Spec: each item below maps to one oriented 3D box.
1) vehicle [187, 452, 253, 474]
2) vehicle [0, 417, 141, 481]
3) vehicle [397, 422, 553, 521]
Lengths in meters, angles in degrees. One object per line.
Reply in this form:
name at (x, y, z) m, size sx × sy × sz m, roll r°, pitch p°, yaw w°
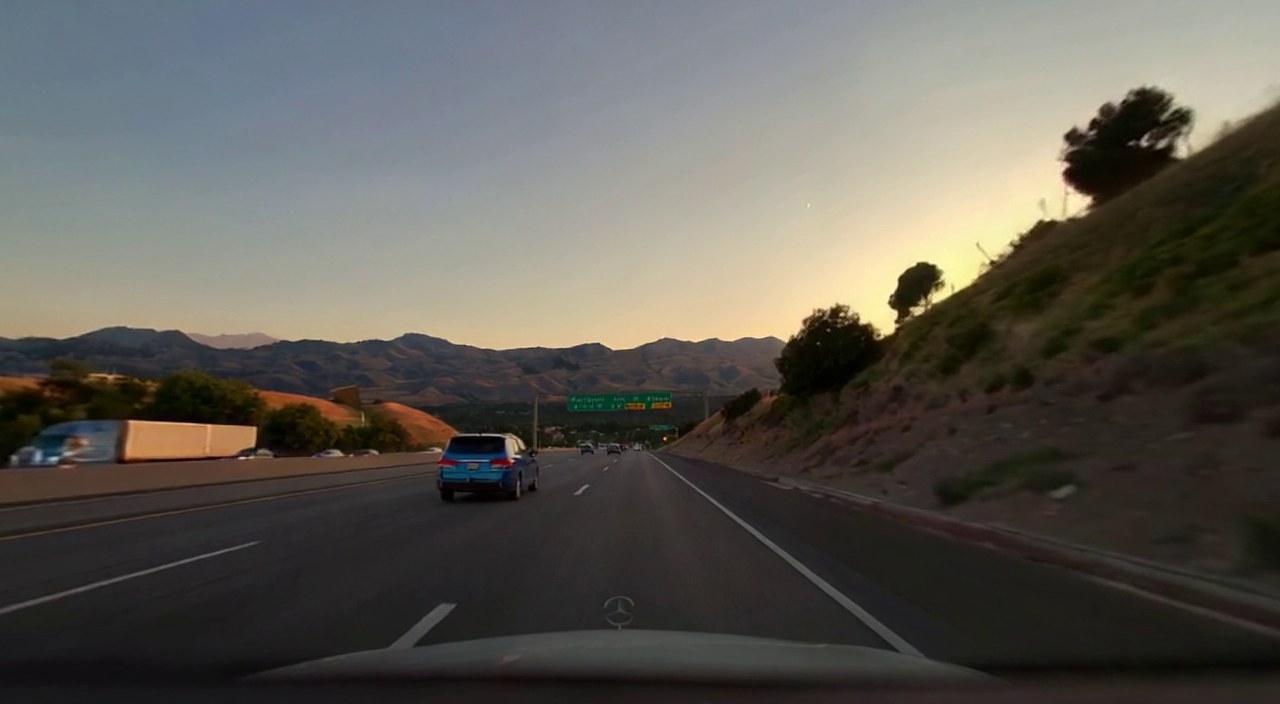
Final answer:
vehicle at (-32.449, 8.550, 48.974) m, size 1.840 × 1.477 × 4.765 m, roll 0°, pitch -8°, yaw 0°
vehicle at (-39.947, 6.772, 44.340) m, size 2.914 × 4.076 × 8.315 m, roll 0°, pitch -8°, yaw -1°
vehicle at (-3.268, 2.477, 13.665) m, size 2.029 × 1.753 × 4.718 m, roll 0°, pitch -8°, yaw 1°
